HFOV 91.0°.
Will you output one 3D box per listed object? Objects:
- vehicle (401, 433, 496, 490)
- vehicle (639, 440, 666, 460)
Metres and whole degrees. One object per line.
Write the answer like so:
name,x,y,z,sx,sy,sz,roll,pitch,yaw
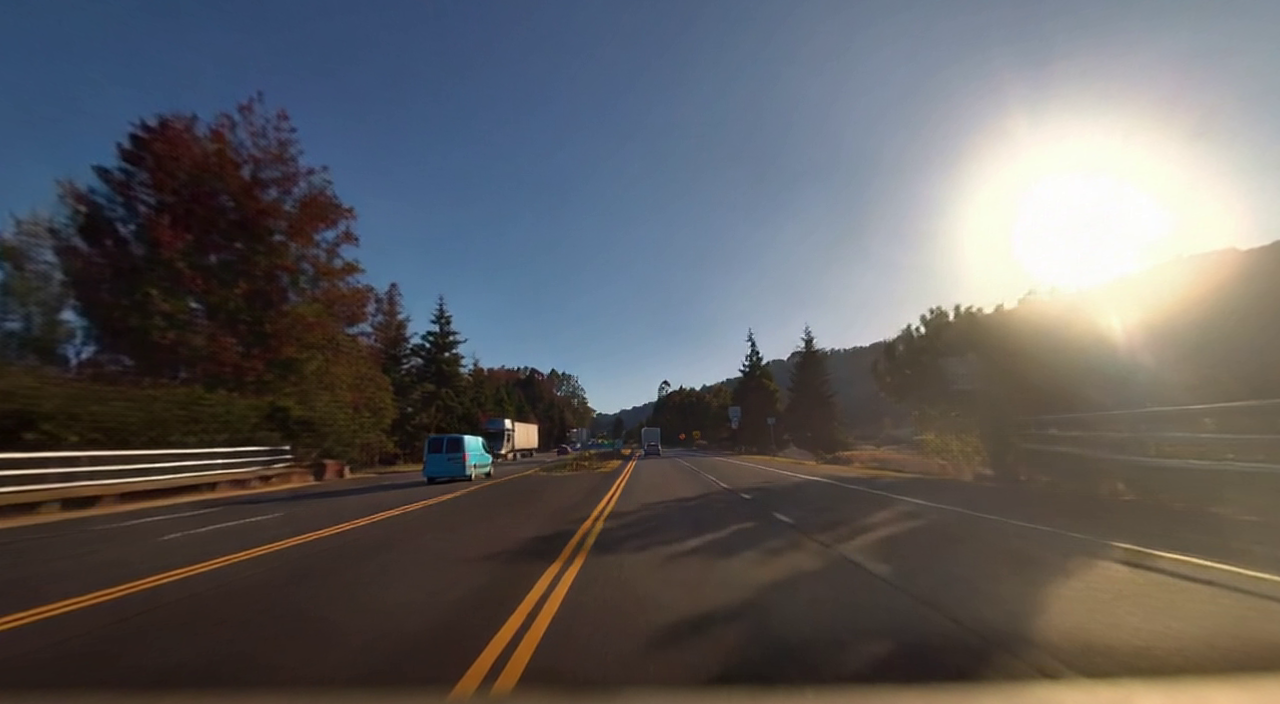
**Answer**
vehicle,-6.992,4.021,23.547,2.068,1.897,4.372,0,-8,1
vehicle,1.000,7.777,49.976,2.061,1.469,3.782,0,-8,1
